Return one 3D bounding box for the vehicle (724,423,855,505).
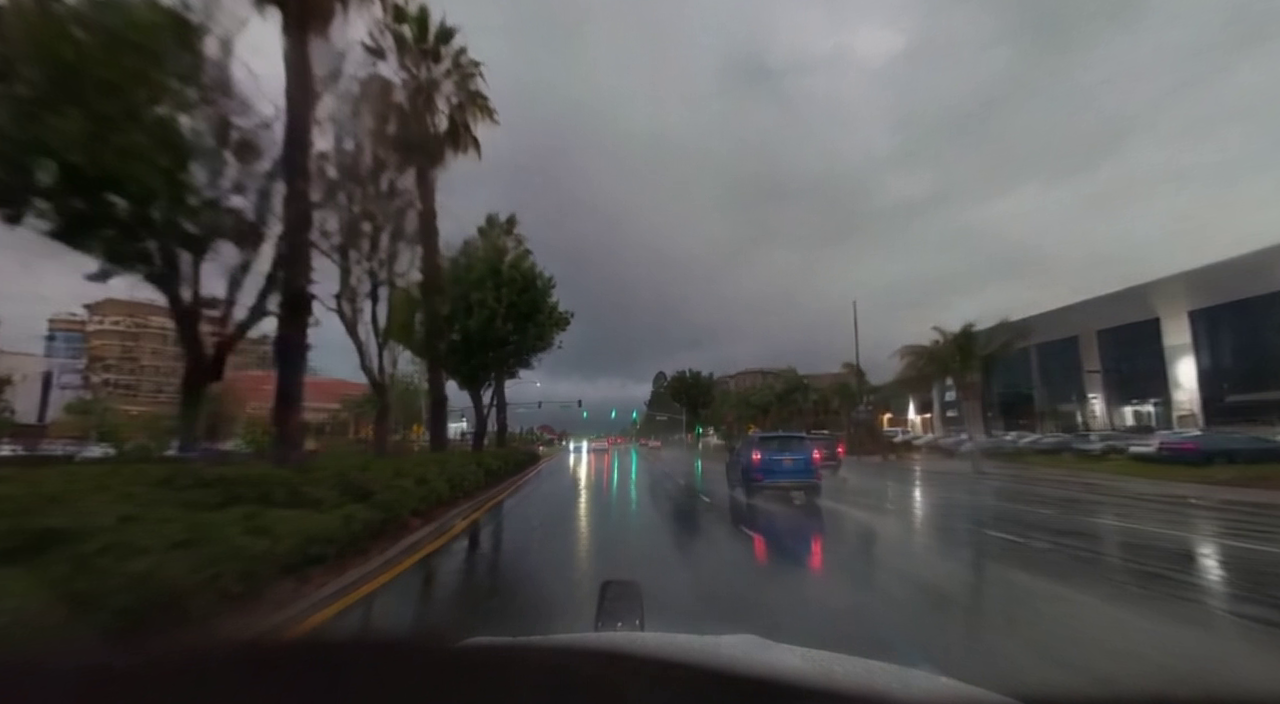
[{"bbox_3d":[3.424,2.661,15.412,2.072,1.696,4.177,0,-8,-1],"label":"vehicle"}]

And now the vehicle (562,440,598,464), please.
[{"bbox_3d":[-3.866,6.497,41.267,2.019,1.483,4.409,0,-8,-1],"label":"vehicle"}]
